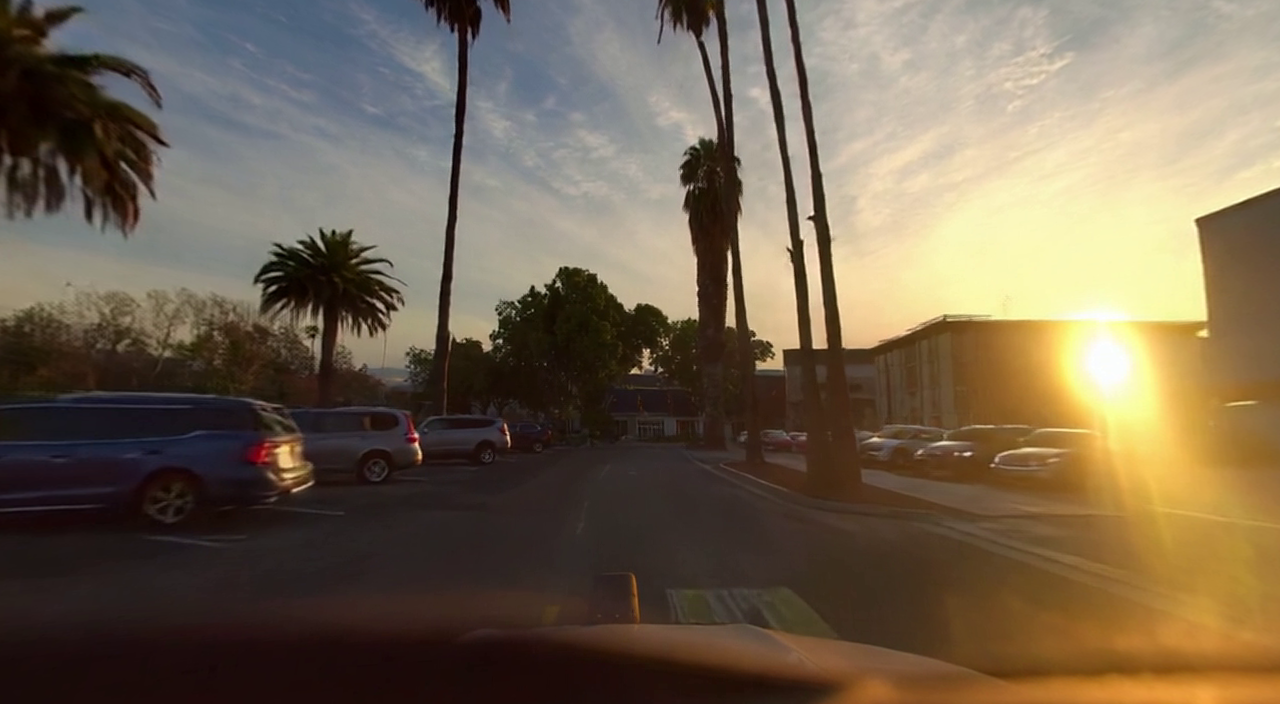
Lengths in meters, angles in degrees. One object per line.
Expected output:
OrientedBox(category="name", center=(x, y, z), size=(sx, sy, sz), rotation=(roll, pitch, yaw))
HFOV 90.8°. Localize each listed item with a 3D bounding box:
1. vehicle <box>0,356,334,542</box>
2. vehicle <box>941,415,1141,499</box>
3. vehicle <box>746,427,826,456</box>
OrientedBox(category="vehicle", center=(-6.631, 1.120, 7.461), size=(5.210, 1.834, 2.281), rotation=(4, -9, -29))
OrientedBox(category="vehicle", center=(9.757, 2.501, 15.353), size=(4.509, 1.759, 2.077), rotation=(5, -9, -29))
OrientedBox(category="vehicle", center=(9.356, 5.778, 40.534), size=(4.758, 1.759, 2.068), rotation=(5, -10, -27))
